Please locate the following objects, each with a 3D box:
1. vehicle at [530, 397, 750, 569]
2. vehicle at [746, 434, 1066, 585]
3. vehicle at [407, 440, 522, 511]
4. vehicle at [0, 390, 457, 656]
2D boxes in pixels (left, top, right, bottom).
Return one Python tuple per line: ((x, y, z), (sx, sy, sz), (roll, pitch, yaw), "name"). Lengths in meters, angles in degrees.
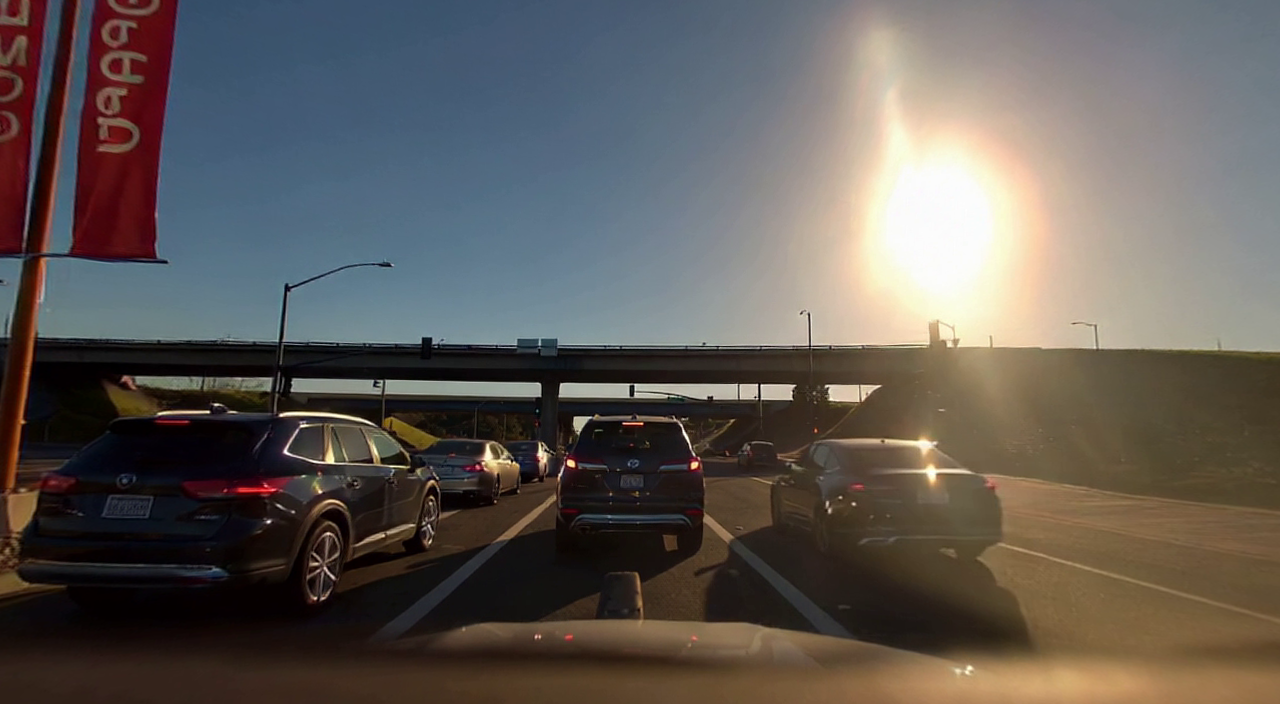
((-0.080, 1.767, 9.211), (2.409, 1.864, 4.471), (0, -9, -2), "vehicle")
((3.069, 1.936, 8.772), (2.228, 1.472, 4.939), (0, -9, -1), "vehicle")
((-4.154, 2.946, 15.431), (1.797, 1.505, 3.506), (0, -9, 0), "vehicle")
((-3.498, 1.422, 6.269), (2.039, 1.709, 4.265), (0, -9, 0), "vehicle")
